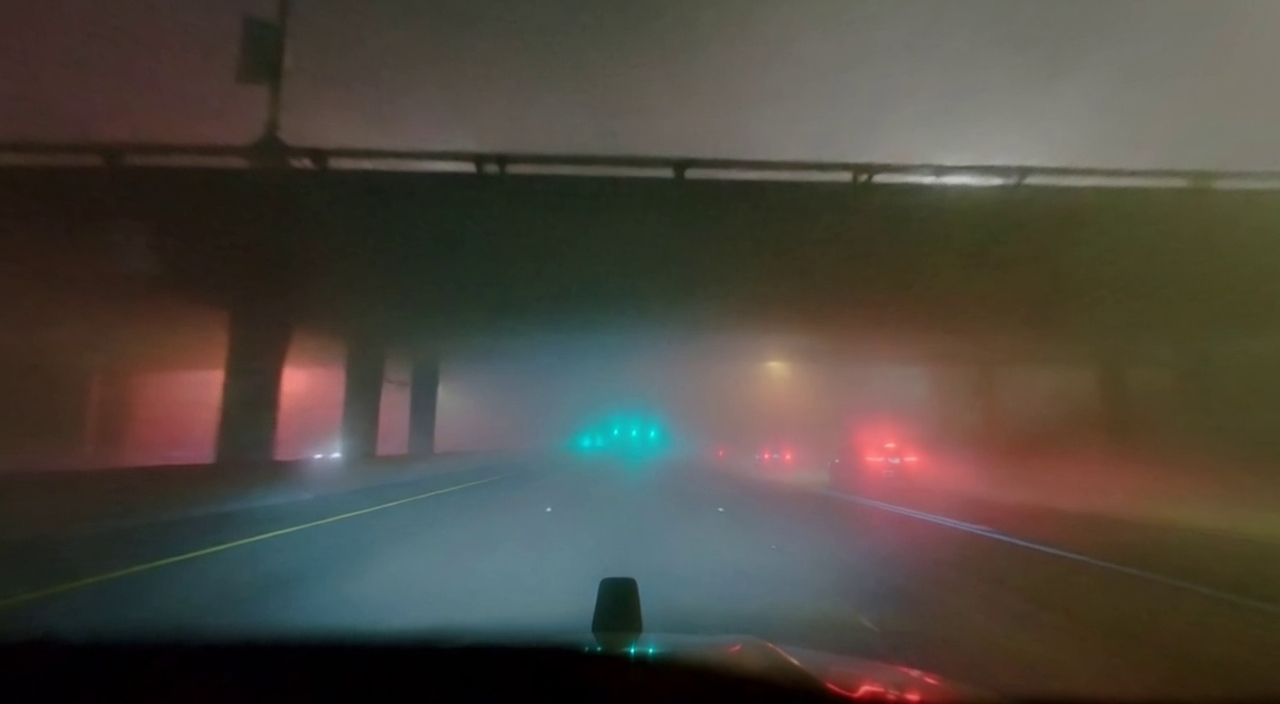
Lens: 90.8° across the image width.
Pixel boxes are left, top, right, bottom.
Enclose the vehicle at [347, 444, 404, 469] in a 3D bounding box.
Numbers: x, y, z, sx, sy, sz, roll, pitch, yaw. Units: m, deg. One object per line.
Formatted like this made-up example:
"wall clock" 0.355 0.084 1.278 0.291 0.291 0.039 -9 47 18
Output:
"vehicle" -17.603 6.971 42.295 1.897 1.585 4.495 0 -9 -1
